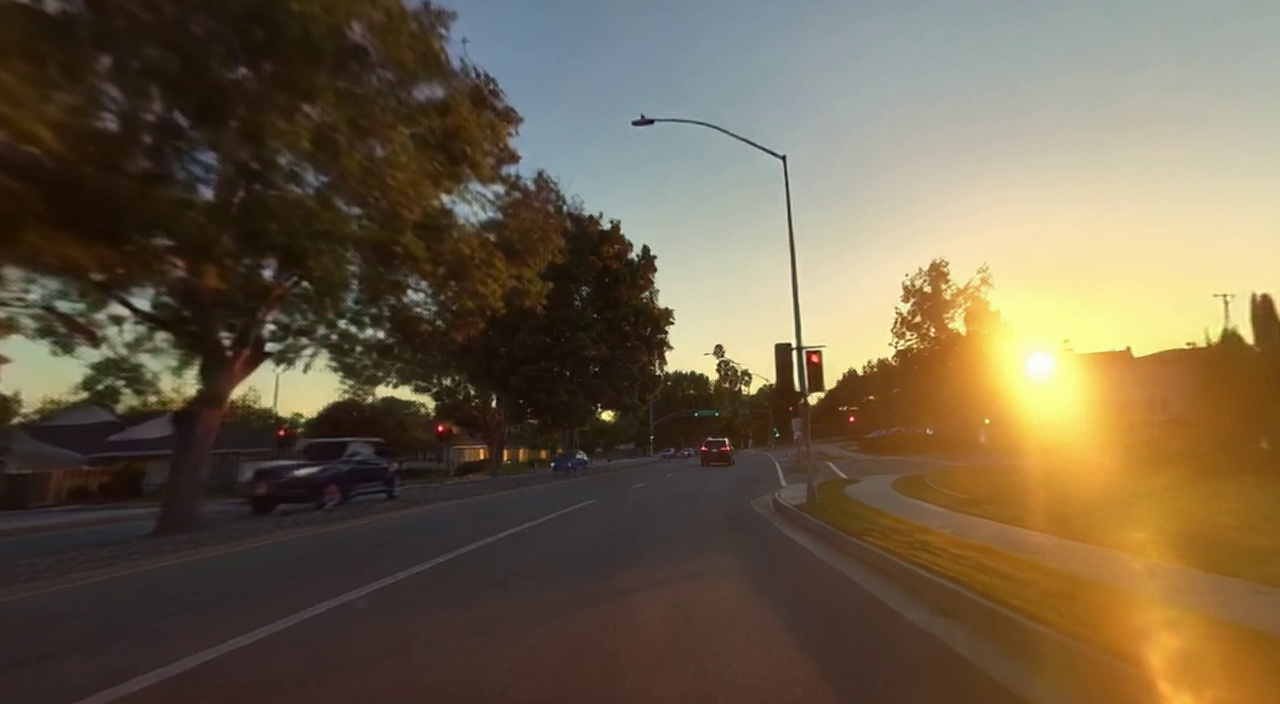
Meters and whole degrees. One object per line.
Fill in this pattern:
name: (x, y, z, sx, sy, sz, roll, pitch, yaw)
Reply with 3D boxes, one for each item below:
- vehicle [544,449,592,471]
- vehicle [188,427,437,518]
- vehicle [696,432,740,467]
vehicle: (-5.227, 7.965, 46.596, 1.916, 1.484, 4.867, -2, -9, 14)
vehicle: (-8.666, 3.265, 17.900, 2.369, 2.041, 6.995, -2, -9, 11)
vehicle: (4.650, 5.722, 36.973, 2.059, 1.908, 4.714, -2, -9, 12)
